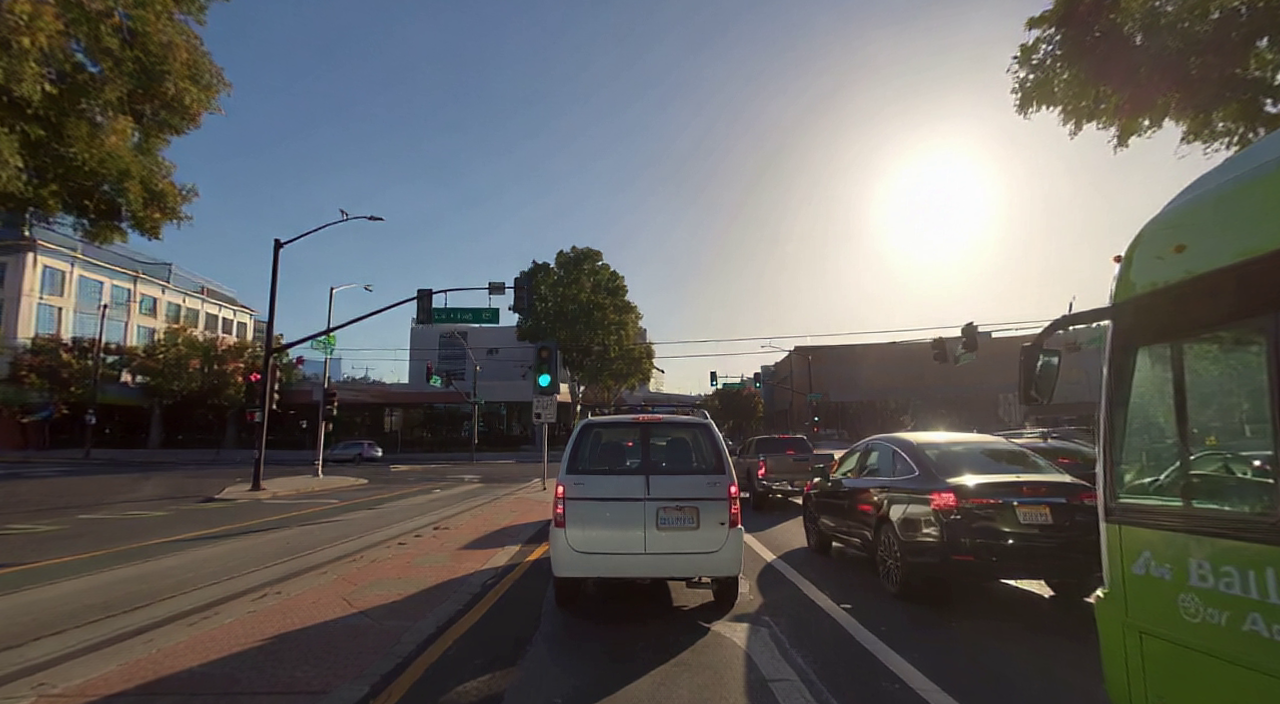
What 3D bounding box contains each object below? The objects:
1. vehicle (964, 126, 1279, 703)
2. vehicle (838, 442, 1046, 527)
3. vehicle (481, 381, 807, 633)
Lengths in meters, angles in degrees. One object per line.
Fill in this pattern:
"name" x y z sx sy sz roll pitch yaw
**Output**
"vehicle" 2.606 0.317 0.420 2.037 2.065 5.037 0 -8 0
"vehicle" 5.962 2.638 13.221 1.987 1.457 4.675 0 -8 -1
"vehicle" 0.000 1.474 6.999 2.381 1.842 4.603 0 -8 -1
